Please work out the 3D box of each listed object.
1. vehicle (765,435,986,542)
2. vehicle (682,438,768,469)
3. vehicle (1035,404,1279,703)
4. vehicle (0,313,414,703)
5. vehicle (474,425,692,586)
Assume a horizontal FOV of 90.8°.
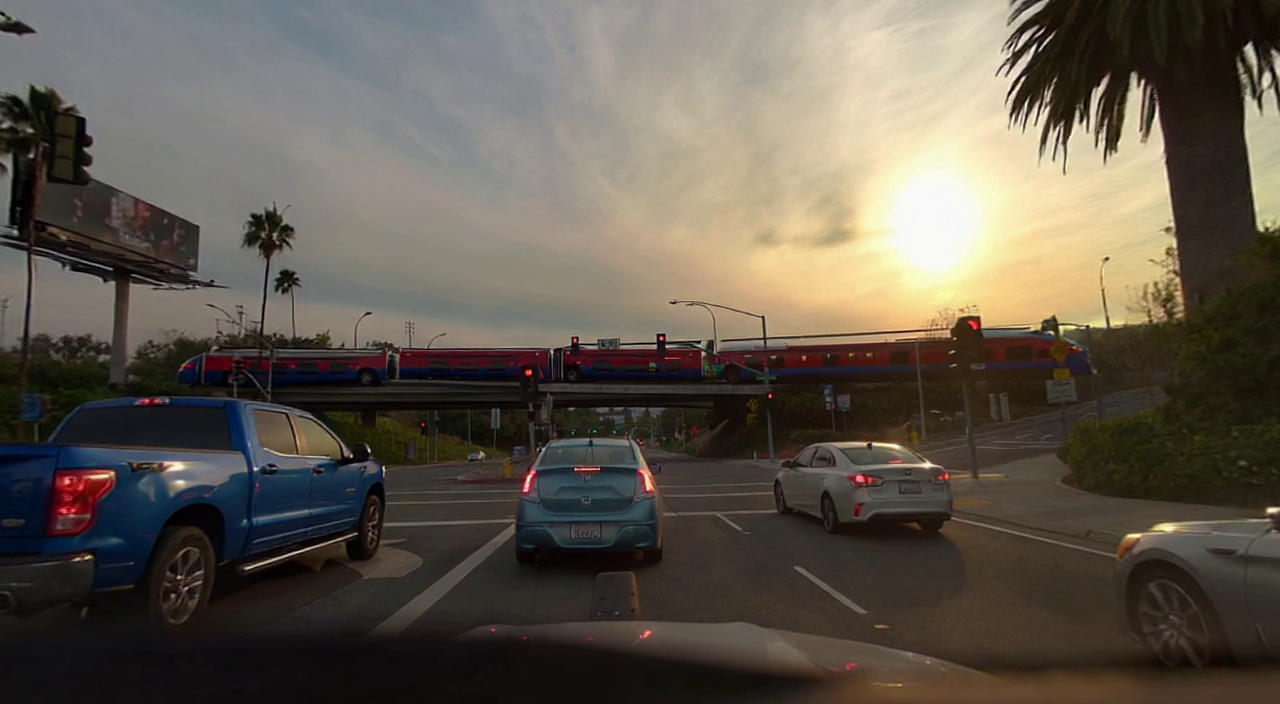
[{"bbox_3d":[3.693,2.215,10.968,1.965,1.448,4.486,0,-9,-2],"label":"vehicle"},{"bbox_3d":[4.204,5.130,31.966,1.878,1.428,4.416,5,-10,-32],"label":"vehicle"},{"bbox_3d":[3.881,0.892,2.183,2.052,1.496,4.541,0,-9,0],"label":"vehicle"},{"bbox_3d":[-3.787,1.104,4.932,2.078,1.838,5.448,0,-9,-1],"label":"vehicle"},{"bbox_3d":[-0.634,1.751,8.052,2.035,1.491,4.090,0,-9,-3],"label":"vehicle"}]
